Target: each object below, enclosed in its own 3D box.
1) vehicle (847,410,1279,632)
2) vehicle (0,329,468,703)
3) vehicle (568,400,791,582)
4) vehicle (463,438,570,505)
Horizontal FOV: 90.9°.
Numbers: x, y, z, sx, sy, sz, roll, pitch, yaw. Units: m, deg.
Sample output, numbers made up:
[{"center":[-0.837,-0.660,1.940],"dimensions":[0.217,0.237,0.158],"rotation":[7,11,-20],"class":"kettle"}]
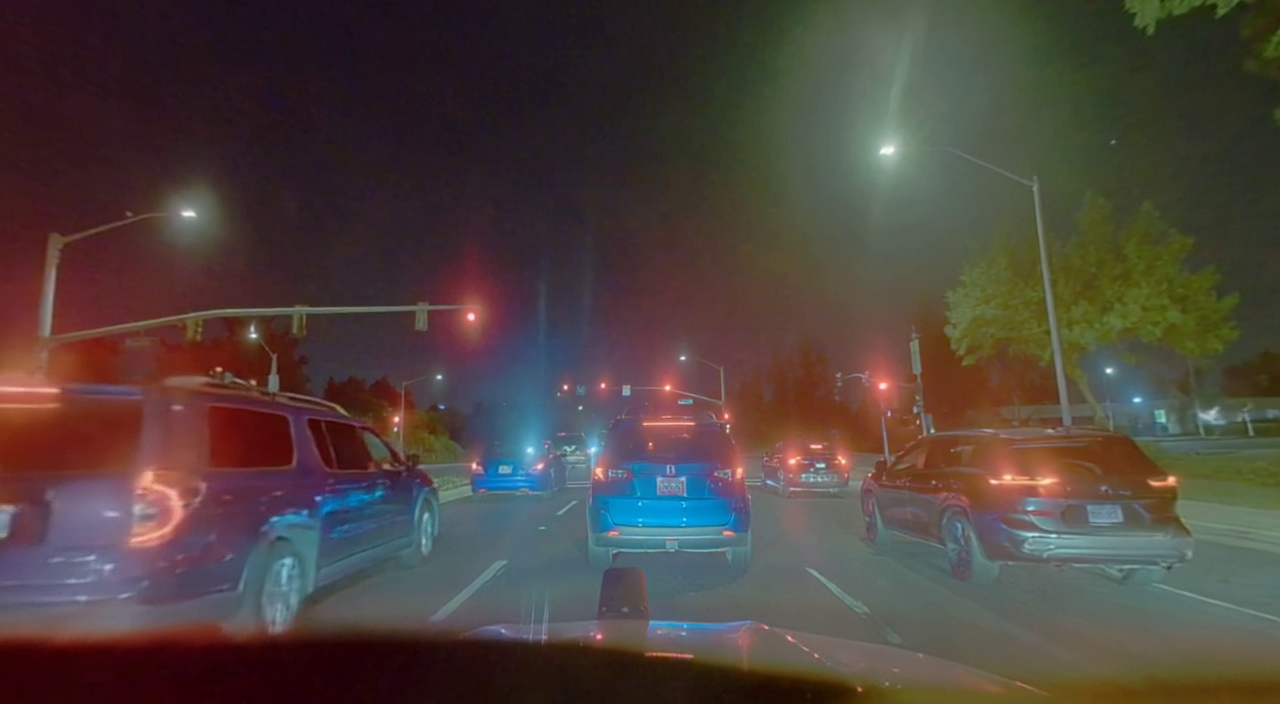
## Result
[{"center":[3.897,1.526,6.654],"dimensions":[1.954,1.592,3.992],"rotation":[0,-8,-2],"class":"vehicle"},{"center":[-3.118,1.164,5.060],"dimensions":[2.054,1.814,4.941],"rotation":[0,-8,0],"class":"vehicle"},{"center":[0.387,1.679,8.406],"dimensions":[2.172,1.764,4.338],"rotation":[0,-8,0],"class":"vehicle"},{"center":[-3.044,3.033,16.486],"dimensions":[1.876,1.497,4.308],"rotation":[0,-8,0],"class":"vehicle"}]
